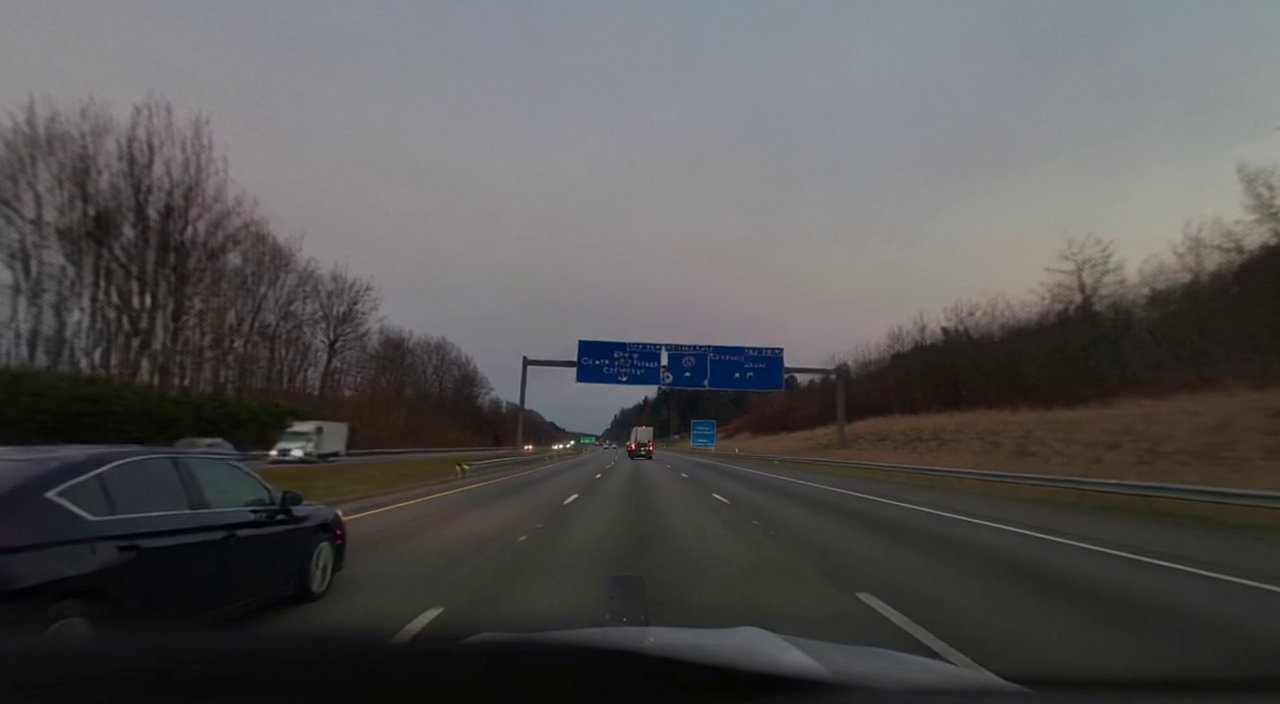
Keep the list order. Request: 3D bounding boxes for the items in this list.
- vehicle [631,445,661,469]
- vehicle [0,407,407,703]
[{"bbox_3d":[0.367,6.795,40.894,1.859,1.478,3.799,0,-9,0],"label":"vehicle"},{"bbox_3d":[-3.383,1.218,4.036,2.012,1.500,4.452,0,-9,1],"label":"vehicle"}]
